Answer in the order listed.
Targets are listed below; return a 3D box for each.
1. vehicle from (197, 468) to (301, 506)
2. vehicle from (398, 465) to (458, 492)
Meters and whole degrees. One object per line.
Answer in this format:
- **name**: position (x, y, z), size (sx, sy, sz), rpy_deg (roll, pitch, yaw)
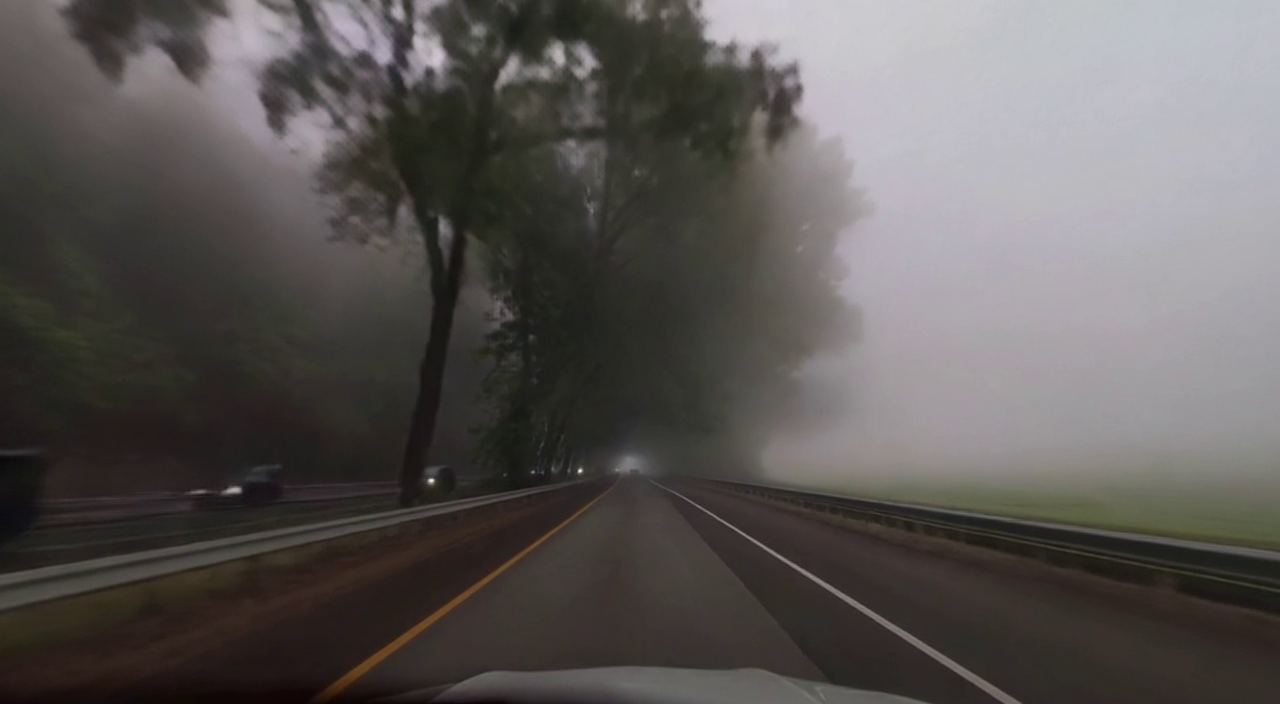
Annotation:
- **vehicle**: position (-17.131, 5.920, 27.909), size (1.806, 1.484, 4.295), rpy_deg (1, -11, 0)
- **vehicle**: position (-12.909, 7.730, 38.694), size (2.071, 1.483, 4.711), rpy_deg (1, -11, -1)
